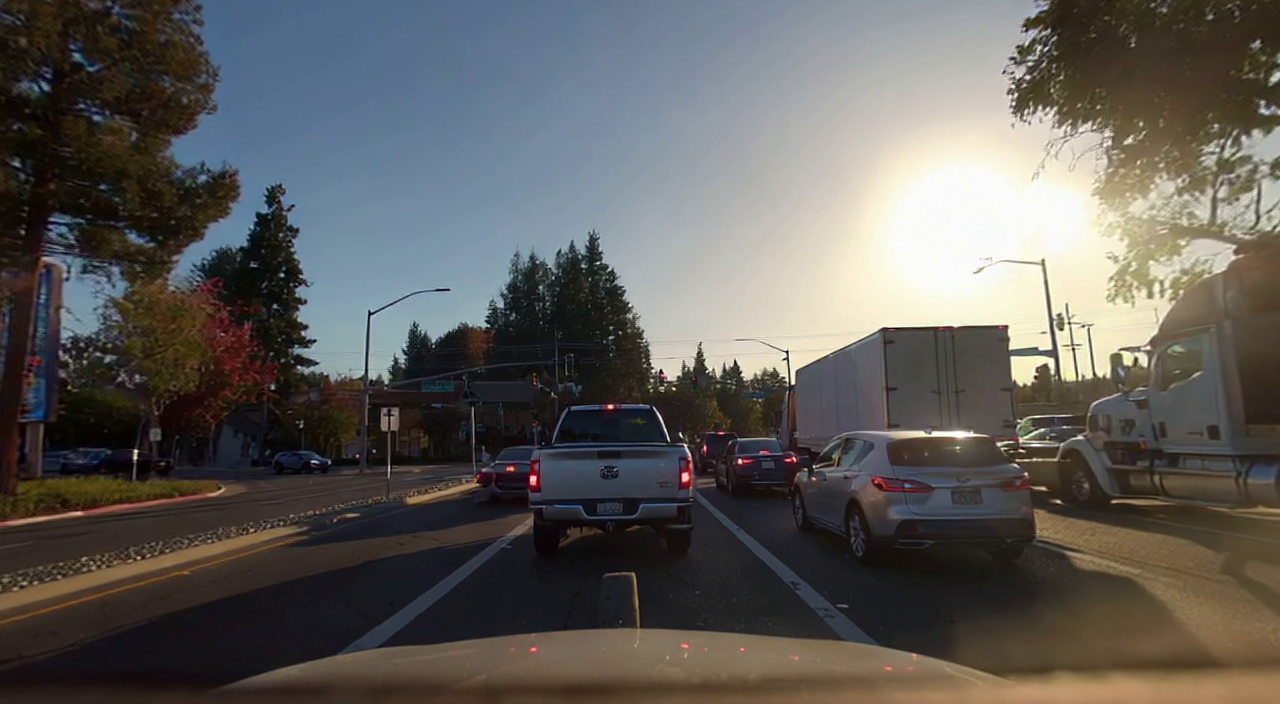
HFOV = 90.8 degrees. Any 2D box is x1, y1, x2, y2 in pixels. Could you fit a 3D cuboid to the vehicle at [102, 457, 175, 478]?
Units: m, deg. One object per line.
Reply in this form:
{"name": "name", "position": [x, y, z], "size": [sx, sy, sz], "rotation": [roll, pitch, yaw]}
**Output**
{"name": "vehicle", "position": [-38.166, 8.781, 48.123], "size": [4.150, 1.474, 1.826], "rotation": [-1, -9, 6]}

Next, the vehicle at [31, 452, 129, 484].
{"name": "vehicle", "position": [-28.548, 5.893, 32.383], "size": [1.730, 1.534, 3.922], "rotation": [1, -9, -8]}

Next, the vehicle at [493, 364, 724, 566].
{"name": "vehicle", "position": [-0.362, 1.606, 9.514], "size": [2.499, 2.183, 5.111], "rotation": [0, -9, -1]}

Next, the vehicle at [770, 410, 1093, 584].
{"name": "vehicle", "position": [3.221, 1.725, 8.418], "size": [1.905, 1.587, 4.998], "rotation": [0, -9, 0]}

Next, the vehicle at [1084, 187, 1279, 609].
{"name": "vehicle", "position": [6.519, 0.103, 3.311], "size": [2.802, 3.322, 7.429], "rotation": [0, -9, -1]}
